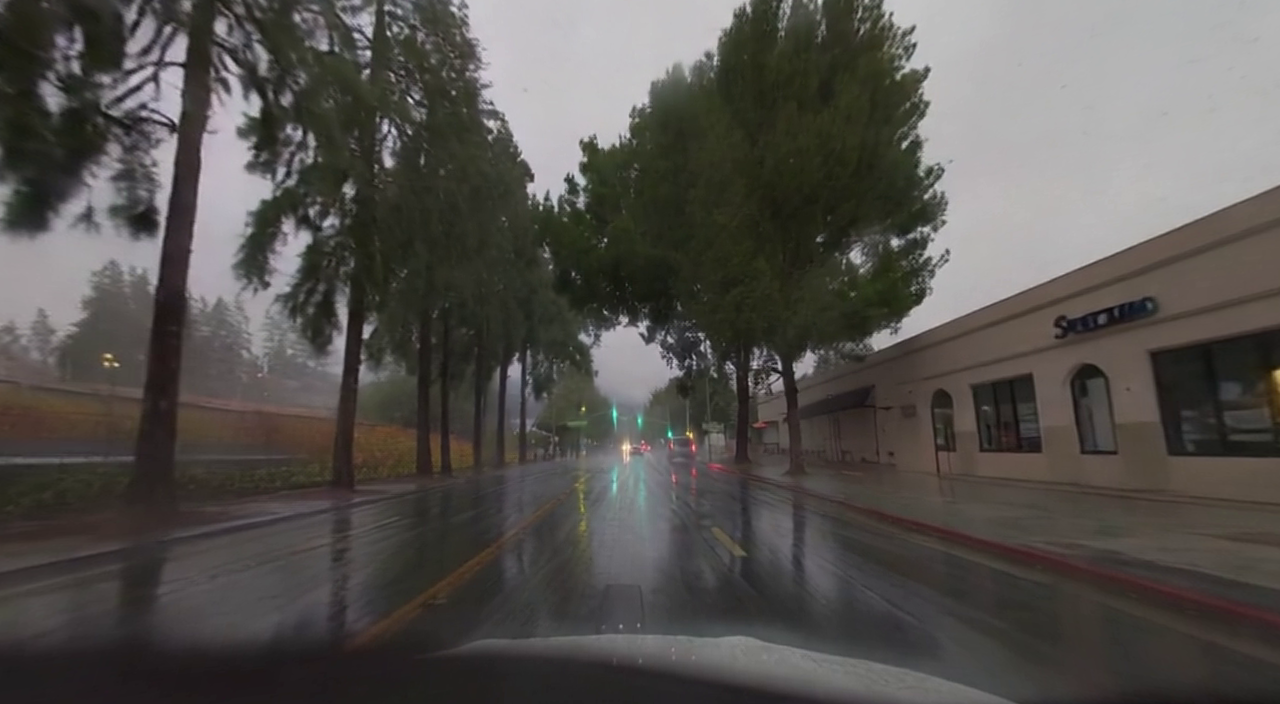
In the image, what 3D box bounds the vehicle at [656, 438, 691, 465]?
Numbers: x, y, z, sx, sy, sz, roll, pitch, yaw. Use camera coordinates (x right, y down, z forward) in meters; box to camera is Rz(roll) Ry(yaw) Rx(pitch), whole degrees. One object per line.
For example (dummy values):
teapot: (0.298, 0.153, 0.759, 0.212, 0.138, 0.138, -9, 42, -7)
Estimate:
vehicle: (2.567, 7.851, 49.907, 2.268, 1.954, 5.213, 0, -9, -2)
